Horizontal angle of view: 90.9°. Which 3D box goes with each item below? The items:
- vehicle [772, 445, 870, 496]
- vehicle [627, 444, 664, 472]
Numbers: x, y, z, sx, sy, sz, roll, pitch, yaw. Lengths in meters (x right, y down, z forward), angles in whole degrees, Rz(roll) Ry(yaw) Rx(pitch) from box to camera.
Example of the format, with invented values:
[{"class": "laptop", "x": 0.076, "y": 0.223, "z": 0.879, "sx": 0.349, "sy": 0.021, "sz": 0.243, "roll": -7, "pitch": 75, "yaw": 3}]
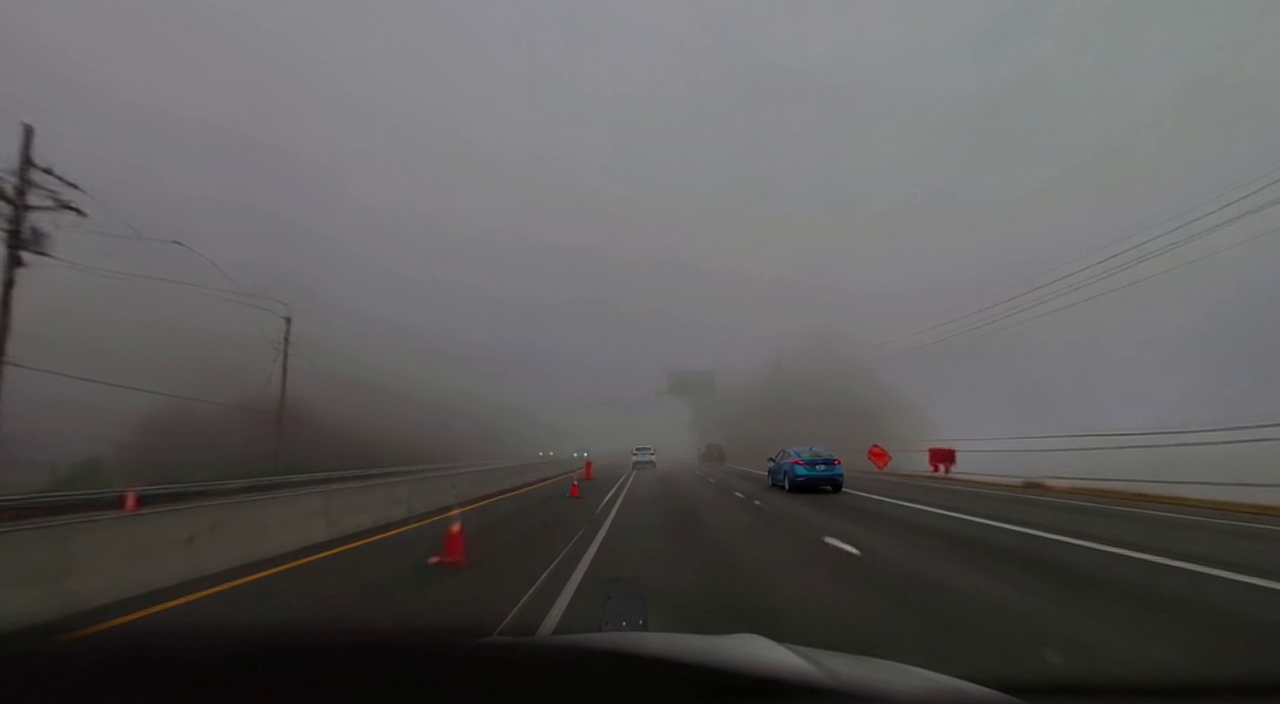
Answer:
[{"class": "vehicle", "x": 5.501, "y": 3.632, "z": 19.769, "sx": 1.881, "sy": 1.409, "sz": 4.016, "roll": 0, "pitch": -8, "yaw": 0}, {"class": "vehicle", "x": 0.353, "y": 6.381, "z": 38.184, "sx": 2.096, "sy": 1.583, "sz": 4.150, "roll": 0, "pitch": -8, "yaw": 1}]
